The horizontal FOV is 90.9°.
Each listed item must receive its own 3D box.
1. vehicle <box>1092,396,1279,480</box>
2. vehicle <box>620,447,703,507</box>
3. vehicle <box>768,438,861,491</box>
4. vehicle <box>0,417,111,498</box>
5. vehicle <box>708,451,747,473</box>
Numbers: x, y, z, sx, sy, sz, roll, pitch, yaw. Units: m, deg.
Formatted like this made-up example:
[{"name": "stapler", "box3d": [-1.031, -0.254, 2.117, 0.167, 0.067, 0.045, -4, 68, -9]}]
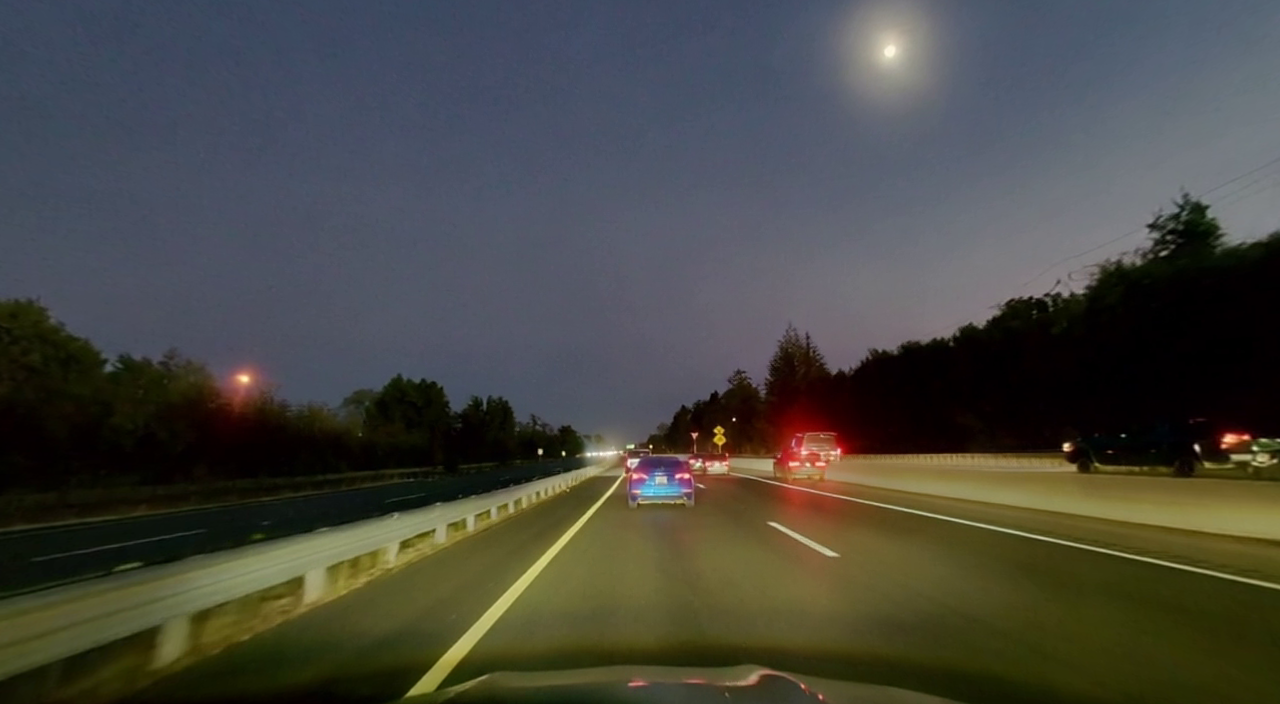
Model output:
[{"name": "vehicle", "box3d": [31.818, 4.766, 34.198, 2.822, 3.996, 14.073, 1, -9, -6]}, {"name": "vehicle", "box3d": [0.526, 3.446, 17.775, 2.076, 1.485, 3.774, 0, -9, 0]}, {"name": "vehicle", "box3d": [6.570, 4.288, 24.295, 2.177, 1.827, 4.565, 0, -9, -1]}, {"name": "vehicle", "box3d": [-33.278, 5.687, 33.793, 2.902, 3.981, 7.819, -3, -8, 1]}, {"name": "vehicle", "box3d": [6.141, 7.763, 44.574, 2.015, 1.454, 4.324, 0, -9, -2]}]
